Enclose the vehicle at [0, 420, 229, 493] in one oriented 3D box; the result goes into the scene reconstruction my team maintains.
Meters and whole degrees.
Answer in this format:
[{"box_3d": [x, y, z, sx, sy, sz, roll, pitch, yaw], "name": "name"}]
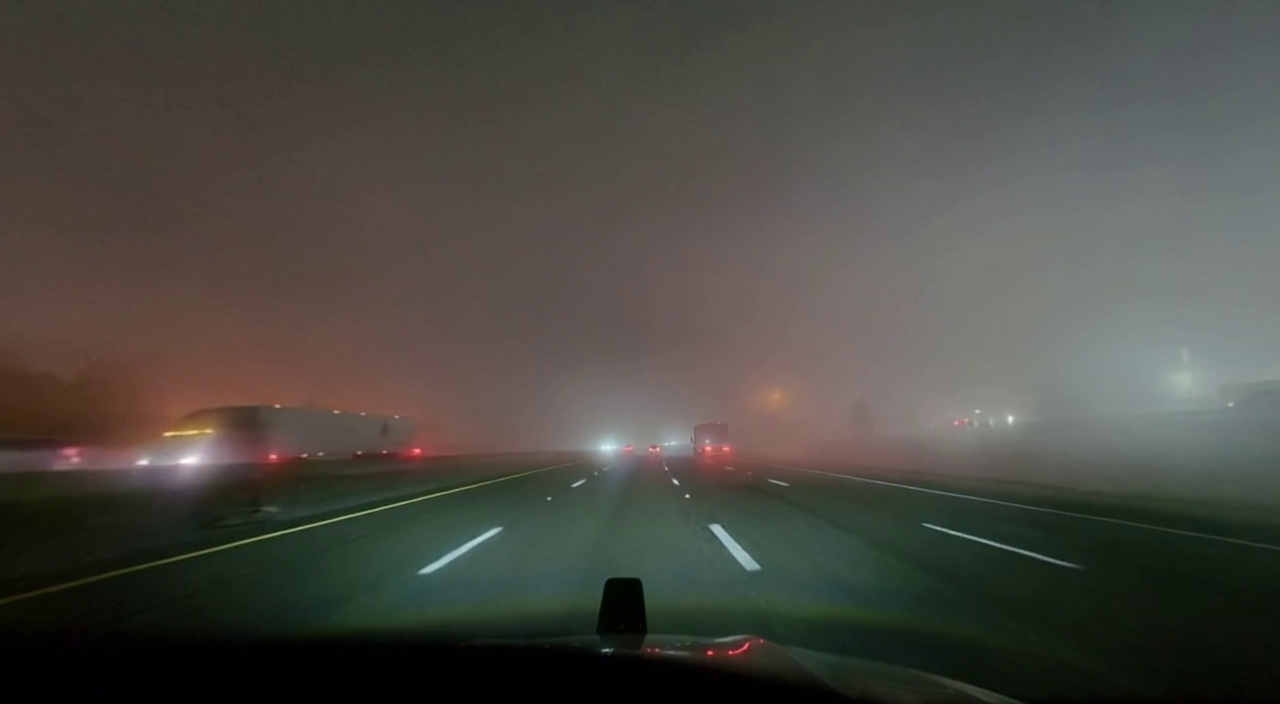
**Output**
[{"box_3d": [-24.591, 4.512, 27.664, 2.884, 2.602, 15.297, 0, -8, 1], "name": "vehicle"}]
